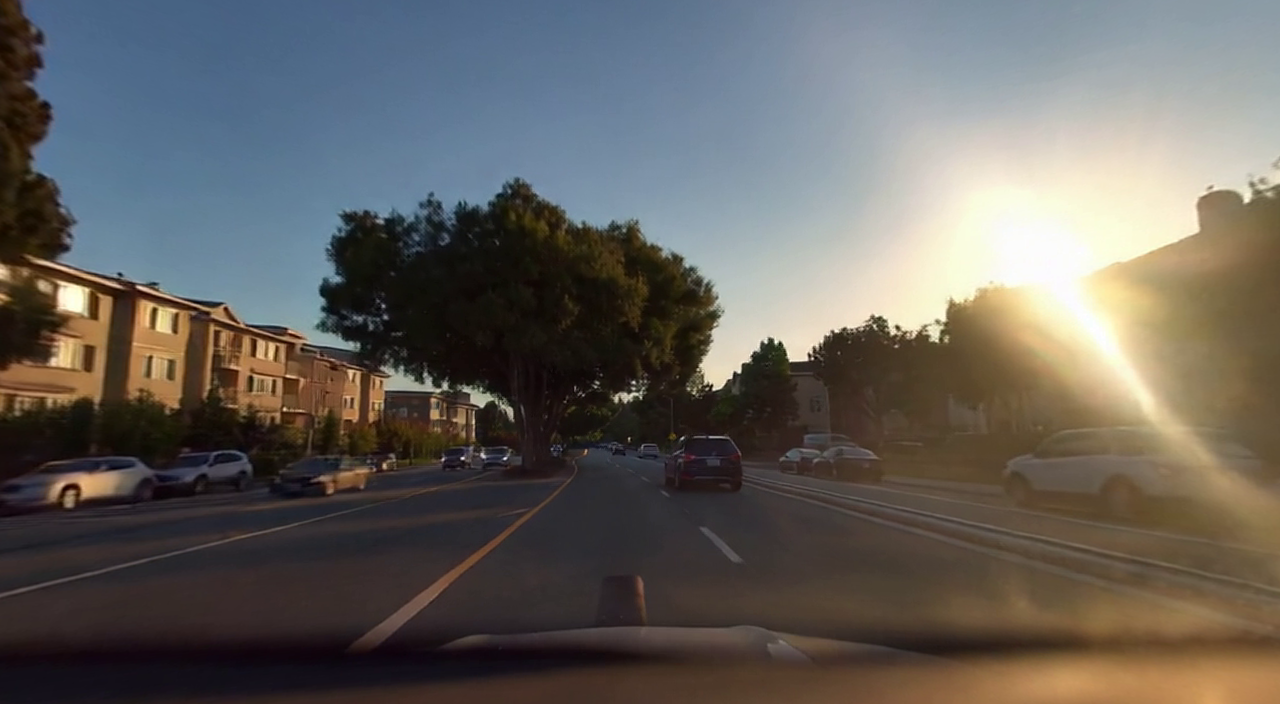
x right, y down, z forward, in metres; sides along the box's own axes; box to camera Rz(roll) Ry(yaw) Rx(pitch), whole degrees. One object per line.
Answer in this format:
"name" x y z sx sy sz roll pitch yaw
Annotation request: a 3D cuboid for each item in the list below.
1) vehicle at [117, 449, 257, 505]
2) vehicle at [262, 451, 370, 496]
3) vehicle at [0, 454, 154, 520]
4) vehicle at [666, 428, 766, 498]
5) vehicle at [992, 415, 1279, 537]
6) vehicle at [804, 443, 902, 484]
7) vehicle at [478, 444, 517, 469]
"vehicle" -18.227 4.992 25.839 2.182 1.840 5.105 -2 -7 -3
"vehicle" -12.176 4.536 24.102 1.895 1.458 4.512 0 -8 -3
"vehicle" -18.067 4.145 19.970 1.871 1.712 4.710 0 -8 -4
"vehicle" 2.065 3.198 18.674 2.085 1.763 4.490 0 -8 -4
"vehicle" 9.391 2.264 12.256 2.052 1.853 4.886 0 -8 -3
"vehicle" 8.598 4.514 26.077 1.936 1.485 5.111 0 -8 -4
"vehicle" -10.279 7.546 45.857 2.033 1.685 4.420 0 -8 -4
